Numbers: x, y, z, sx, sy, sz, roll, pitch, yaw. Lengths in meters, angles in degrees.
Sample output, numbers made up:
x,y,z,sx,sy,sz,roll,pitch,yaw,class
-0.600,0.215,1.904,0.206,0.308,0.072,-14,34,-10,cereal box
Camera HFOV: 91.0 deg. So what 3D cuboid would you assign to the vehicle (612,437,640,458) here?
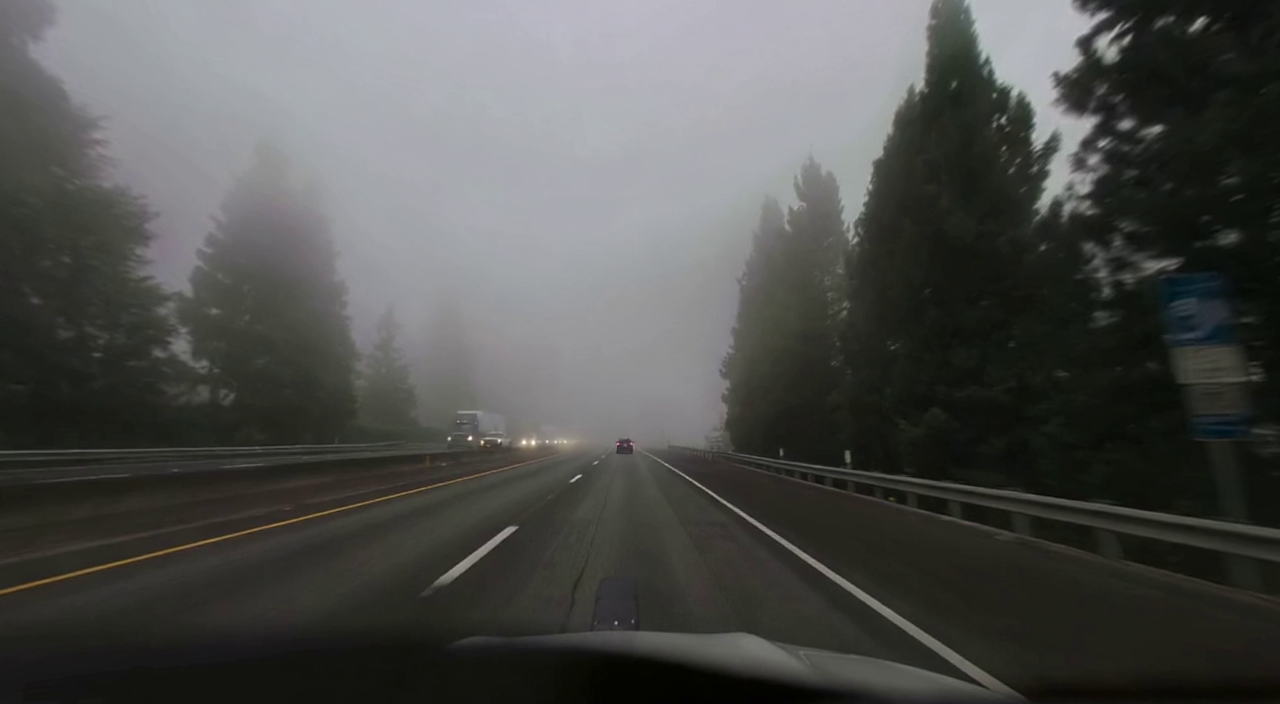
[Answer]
x,y,z,sx,sy,sz,roll,pitch,yaw,class
-1.089,7.472,49.436,2.099,1.504,3.843,0,-8,-2,vehicle
